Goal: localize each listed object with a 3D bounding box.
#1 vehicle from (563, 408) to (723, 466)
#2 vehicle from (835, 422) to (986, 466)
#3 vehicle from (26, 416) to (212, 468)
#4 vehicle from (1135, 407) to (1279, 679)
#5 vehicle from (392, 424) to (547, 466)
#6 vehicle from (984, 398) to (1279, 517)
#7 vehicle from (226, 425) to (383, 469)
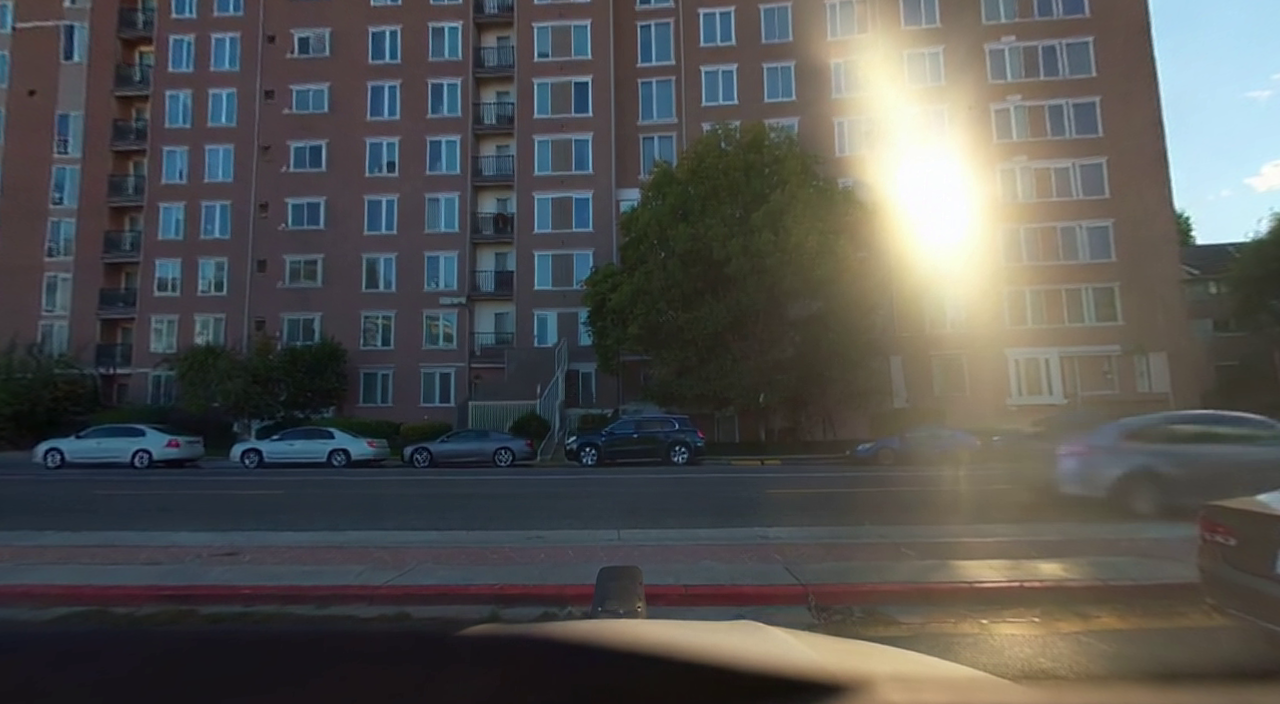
[{"bbox_3d":[0.030,3.013,22.037,5.299,1.860,2.098,1,-10,-5],"label":"vehicle"},{"bbox_3d":[9.421,3.216,22.252,4.521,1.411,1.726,0,-7,-4],"label":"vehicle"},{"bbox_3d":[-17.518,3.068,21.447,4.426,1.641,1.889,1,-9,-5],"label":"vehicle"},{"bbox_3d":[5.861,1.045,3.409,4.714,1.471,1.978,0,-4,1],"label":"vehicle"},{"bbox_3d":[-5.768,3.249,21.851,4.851,1.339,1.785,0,-11,-3],"label":"vehicle"},{"bbox_3d":[7.915,1.513,9.173,4.609,1.508,2.039,0,-9,1],"label":"vehicle"},{"bbox_3d":[-11.411,3.265,21.734,4.336,1.438,1.776,1,-9,-3],"label":"vehicle"}]
